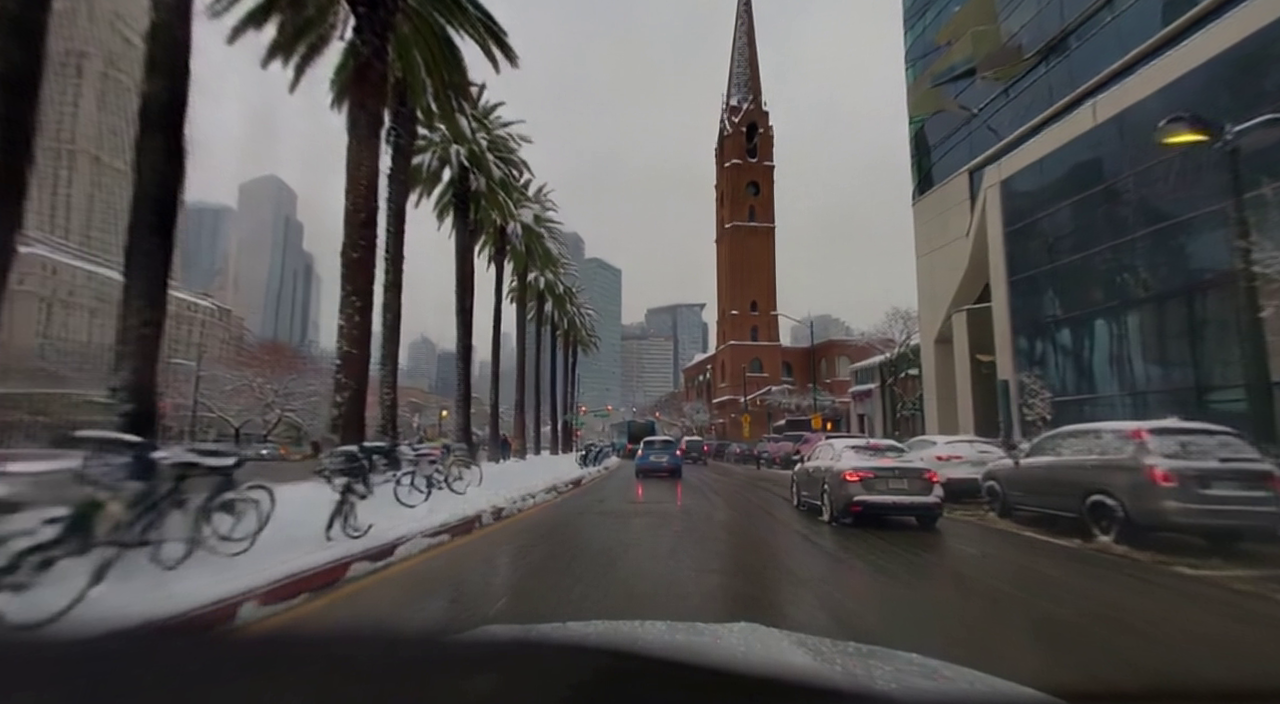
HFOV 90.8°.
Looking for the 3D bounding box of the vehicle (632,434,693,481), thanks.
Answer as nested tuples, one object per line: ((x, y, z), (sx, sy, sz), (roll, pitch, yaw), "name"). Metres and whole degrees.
((0.798, 3.931, 23.721), (2.111, 1.605, 3.832), (0, -8, 1), "vehicle")

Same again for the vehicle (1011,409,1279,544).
((9.302, 2.161, 11.666), (2.041, 1.941, 4.884), (0, -8, 2), "vehicle")

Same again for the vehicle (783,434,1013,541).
((4.229, 2.280, 11.425), (2.116, 1.500, 4.702), (0, -8, -1), "vehicle")

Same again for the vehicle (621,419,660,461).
((-0.054, 6.516, 46.604), (2.400, 2.872, 6.053), (0, -8, -4), "vehicle")

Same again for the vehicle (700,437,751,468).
((4.743, 5.646, 35.689), (1.981, 1.572, 4.718), (0, -8, -3), "vehicle")

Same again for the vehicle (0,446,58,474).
((-41.522, 7.108, 41.850), (2.006, 1.732, 4.736), (1, -8, -10), "vehicle")
